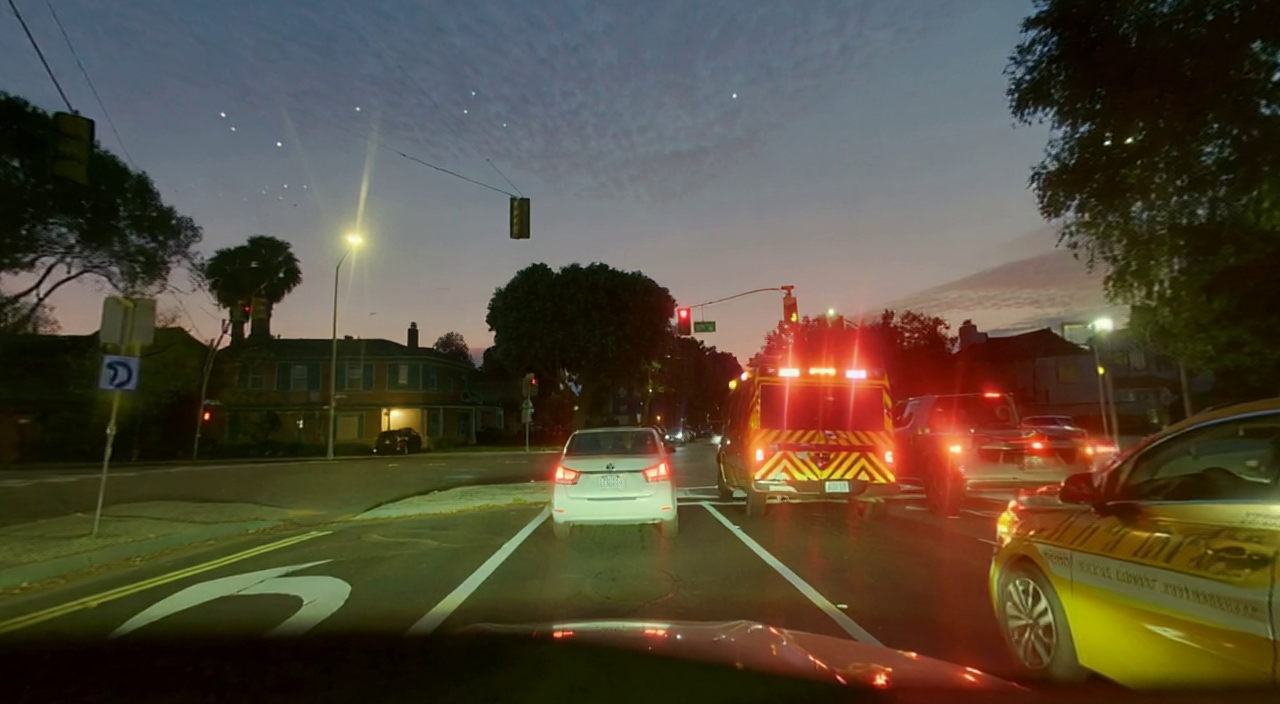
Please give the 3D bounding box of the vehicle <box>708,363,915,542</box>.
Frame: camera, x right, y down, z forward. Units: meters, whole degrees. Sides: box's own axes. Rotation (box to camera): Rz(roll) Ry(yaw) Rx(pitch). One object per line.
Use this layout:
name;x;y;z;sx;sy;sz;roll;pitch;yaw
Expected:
vehicle;2.881;1.904;12.366;2.406;2.687;5.521;0;-8;0

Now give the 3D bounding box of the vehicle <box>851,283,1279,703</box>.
vehicle;2.857;0.893;2.862;2.194;1.820;4.652;0;-8;0

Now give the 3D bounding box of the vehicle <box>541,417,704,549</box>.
vehicle;-0.261;1.986;10.187;2.114;1.707;3.725;0;-8;-1

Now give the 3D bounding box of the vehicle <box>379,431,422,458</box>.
vehicle;-17.718;6.882;46.861;2.246;1.880;4.454;1;-8;-12
